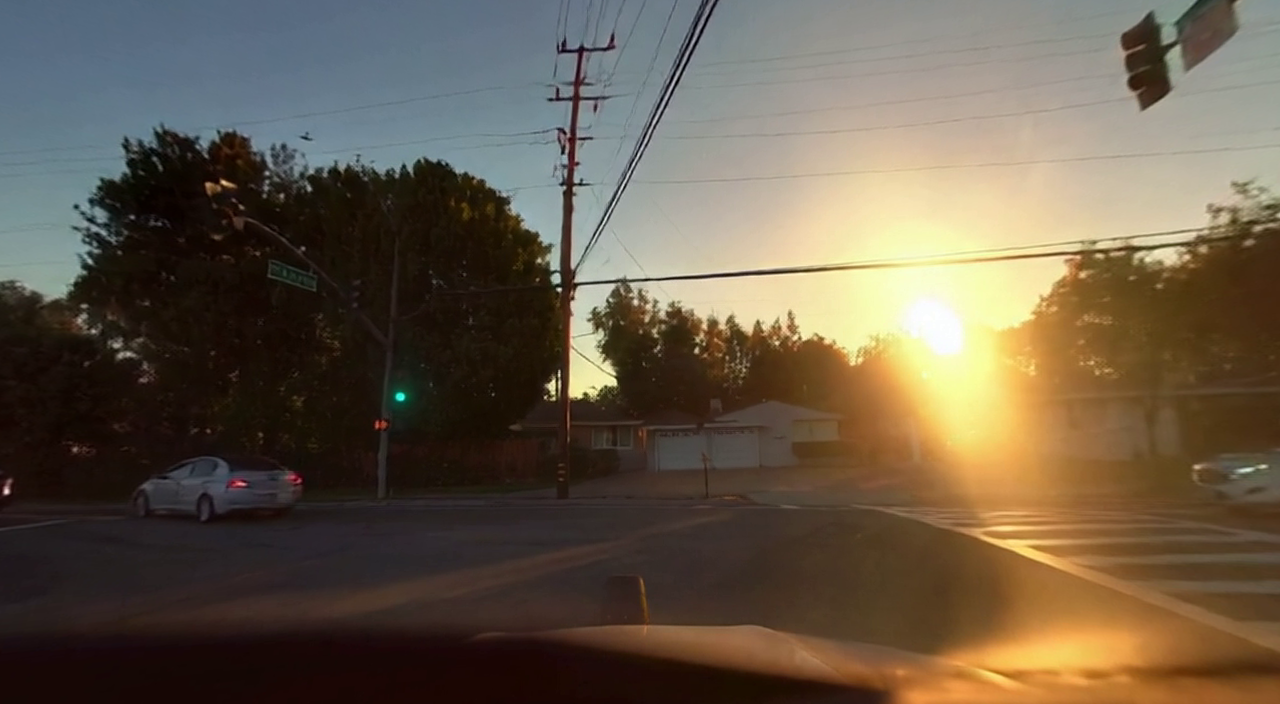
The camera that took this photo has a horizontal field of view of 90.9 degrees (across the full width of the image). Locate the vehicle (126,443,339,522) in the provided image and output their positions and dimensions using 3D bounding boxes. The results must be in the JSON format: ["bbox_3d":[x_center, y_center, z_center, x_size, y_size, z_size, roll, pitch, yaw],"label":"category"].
[{"bbox_3d":[-9.243,2.833,14.269,4.512,1.506,2.078,-5,-9,29],"label":"vehicle"}]

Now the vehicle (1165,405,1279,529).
[{"bbox_3d":[11.316,1.698,9.554,4.600,1.722,2.074,-2,-8,10],"label":"vehicle"}]
